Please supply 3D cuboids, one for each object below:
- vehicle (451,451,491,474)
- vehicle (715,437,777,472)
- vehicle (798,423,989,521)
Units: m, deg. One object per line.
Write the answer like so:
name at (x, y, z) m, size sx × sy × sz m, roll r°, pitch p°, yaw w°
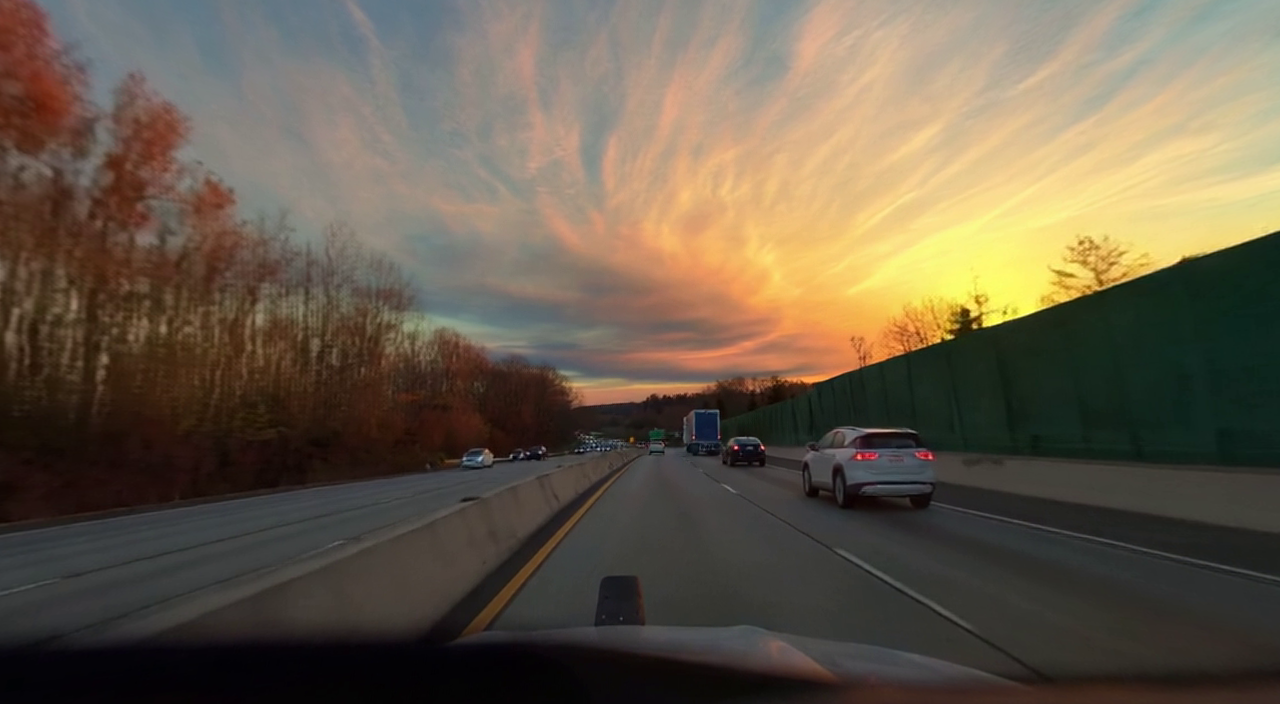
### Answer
vehicle at (-11.954, 7.794, 44.773) m, size 1.810 × 1.481 × 3.837 m, roll 0°, pitch -8°, yaw -1°
vehicle at (4.732, 4.630, 28.695) m, size 2.000 × 1.473 × 4.440 m, roll 0°, pitch -8°, yaw -1°
vehicle at (4.575, 2.213, 12.135) m, size 1.940 × 1.539 × 4.005 m, roll 0°, pitch -8°, yaw -1°
